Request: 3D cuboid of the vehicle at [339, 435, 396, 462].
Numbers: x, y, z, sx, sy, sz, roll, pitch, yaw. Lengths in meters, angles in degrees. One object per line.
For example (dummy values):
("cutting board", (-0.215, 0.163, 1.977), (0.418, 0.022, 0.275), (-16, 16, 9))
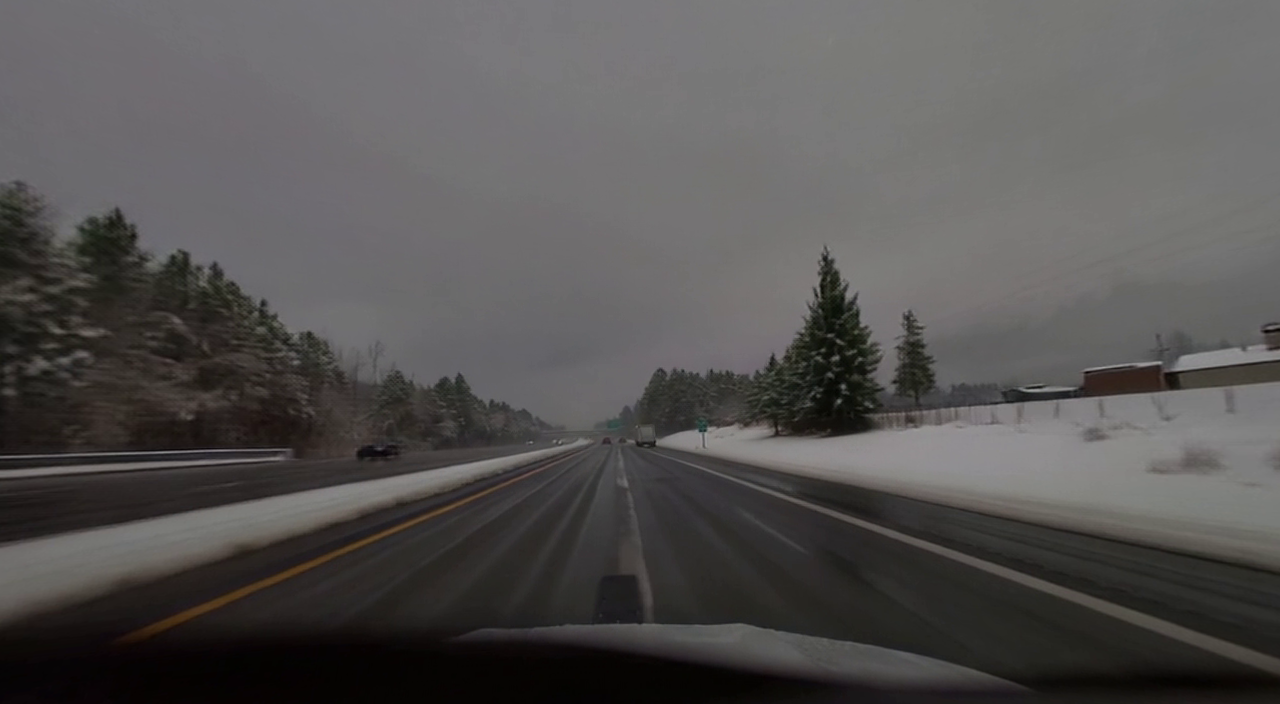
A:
("vehicle", (-17.753, 6.282, 41.221), (1.922, 1.630, 4.437), (0, -8, -2))
